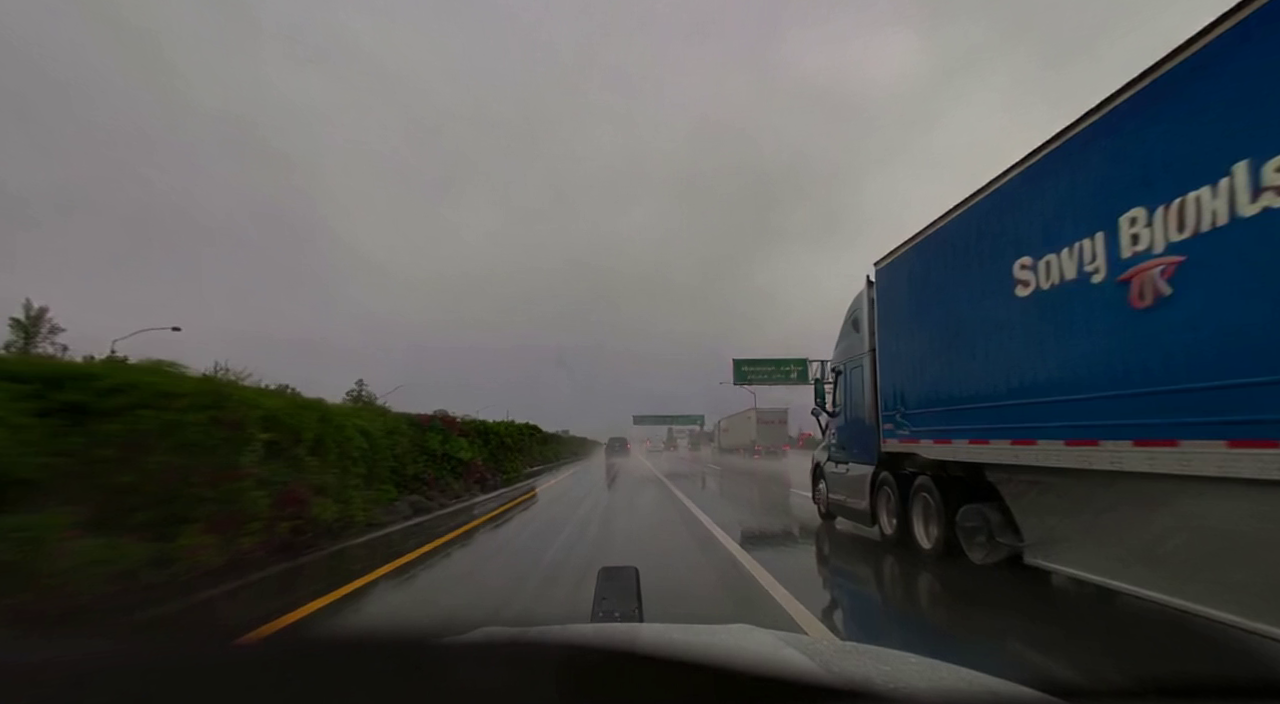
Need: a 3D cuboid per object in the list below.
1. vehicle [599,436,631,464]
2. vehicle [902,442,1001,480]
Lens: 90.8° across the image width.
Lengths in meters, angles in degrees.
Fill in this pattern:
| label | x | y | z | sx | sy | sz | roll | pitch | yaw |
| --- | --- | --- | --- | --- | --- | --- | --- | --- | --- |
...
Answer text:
| label | x | y | z | sx | sy | sz | roll | pitch | yaw |
| --- | --- | --- | --- | --- | --- | --- | --- | --- | --- |
| vehicle | -1.925 | 7.740 | 49.869 | 2.357 | 2.040 | 5.371 | 0 | -9 | -1 |
| vehicle | 13.258 | 4.638 | 27.236 | 1.862 | 1.462 | 4.459 | 0 | -9 | -1 |
